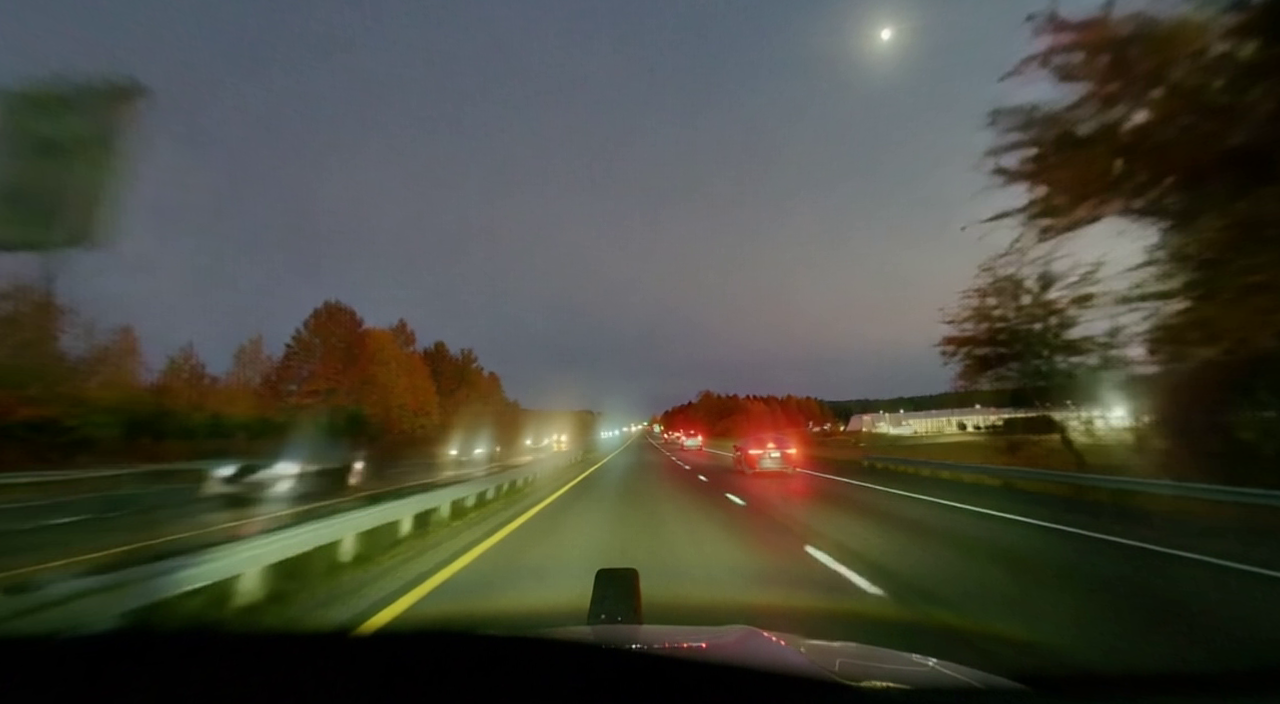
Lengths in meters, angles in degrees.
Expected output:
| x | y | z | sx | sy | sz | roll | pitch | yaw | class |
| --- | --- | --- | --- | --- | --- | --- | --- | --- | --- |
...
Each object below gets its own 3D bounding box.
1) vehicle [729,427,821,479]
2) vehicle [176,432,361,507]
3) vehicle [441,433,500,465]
| x | y | z | sx | sy | sz | roll | pitch | yaw | class |
| --- | --- | --- | --- | --- | --- | --- | --- | --- | --- |
| 4.294 | 3.285 | 20.678 | 2.024 | 1.516 | 4.197 | 0 | -8 | -1 | vehicle |
| -8.598 | 2.722 | 15.076 | 1.861 | 1.504 | 4.286 | 0 | -8 | -1 | vehicle |
| -8.730 | 5.046 | 32.756 | 1.896 | 1.530 | 4.235 | 0 | -8 | 0 | vehicle |
